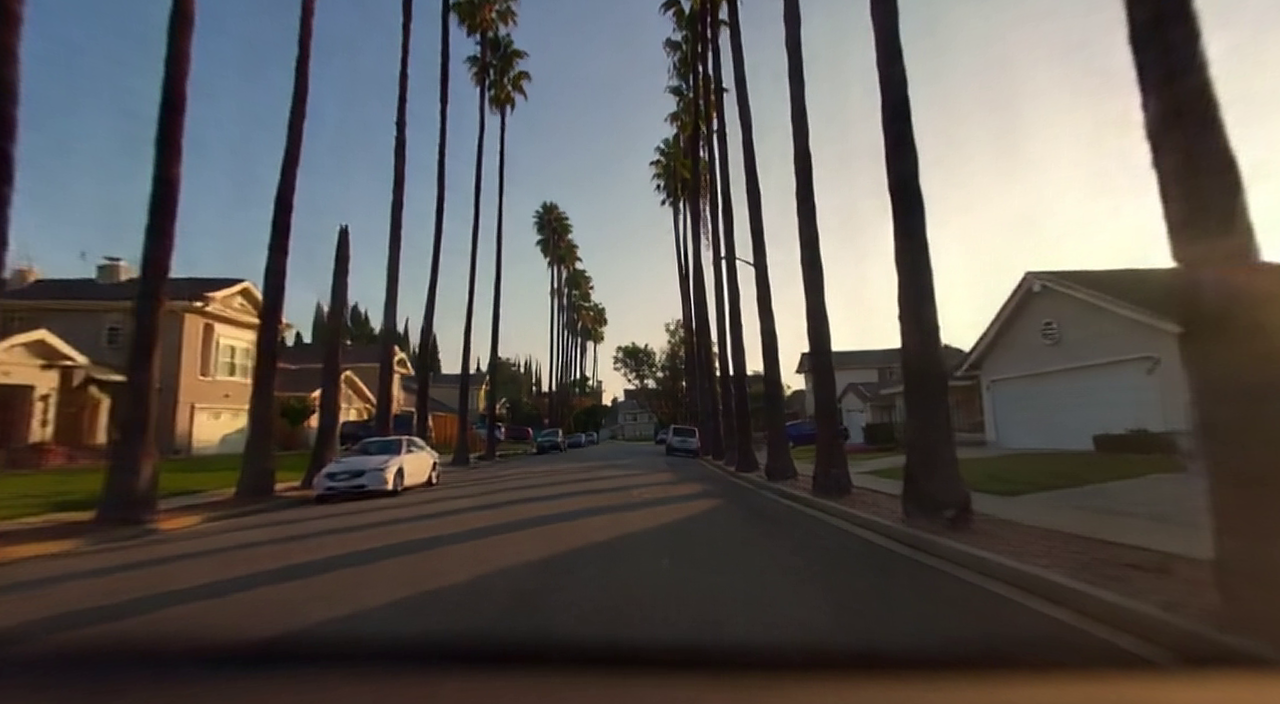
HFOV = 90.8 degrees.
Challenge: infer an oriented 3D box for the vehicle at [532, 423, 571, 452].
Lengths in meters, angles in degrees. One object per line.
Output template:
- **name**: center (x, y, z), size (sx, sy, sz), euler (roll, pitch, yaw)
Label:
- **vehicle**: center (-5.960, 5.758, 42.985), size (2.147, 1.823, 4.725), euler (0, -6, -2)

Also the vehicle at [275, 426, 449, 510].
- **vehicle**: center (-5.816, 2.411, 13.938), size (1.949, 1.511, 4.466), euler (0, -6, -2)

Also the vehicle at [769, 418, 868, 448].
- **vehicle**: center (9.263, 4.231, 33.064), size (4.643, 1.520, 1.826), euler (0, -7, 1)

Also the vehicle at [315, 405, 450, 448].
- **vehicle**: center (-12.061, 3.554, 29.924), size (5.340, 1.948, 2.398), euler (0, -7, -1)

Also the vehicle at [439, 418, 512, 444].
- **vehicle**: center (-12.576, 6.078, 48.620), size (4.991, 1.947, 2.329), euler (0, -7, -3)

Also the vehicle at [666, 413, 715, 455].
- **vehicle**: center (2.604, 4.452, 34.154), size (2.184, 2.038, 6.212), euler (0, -7, 0)
